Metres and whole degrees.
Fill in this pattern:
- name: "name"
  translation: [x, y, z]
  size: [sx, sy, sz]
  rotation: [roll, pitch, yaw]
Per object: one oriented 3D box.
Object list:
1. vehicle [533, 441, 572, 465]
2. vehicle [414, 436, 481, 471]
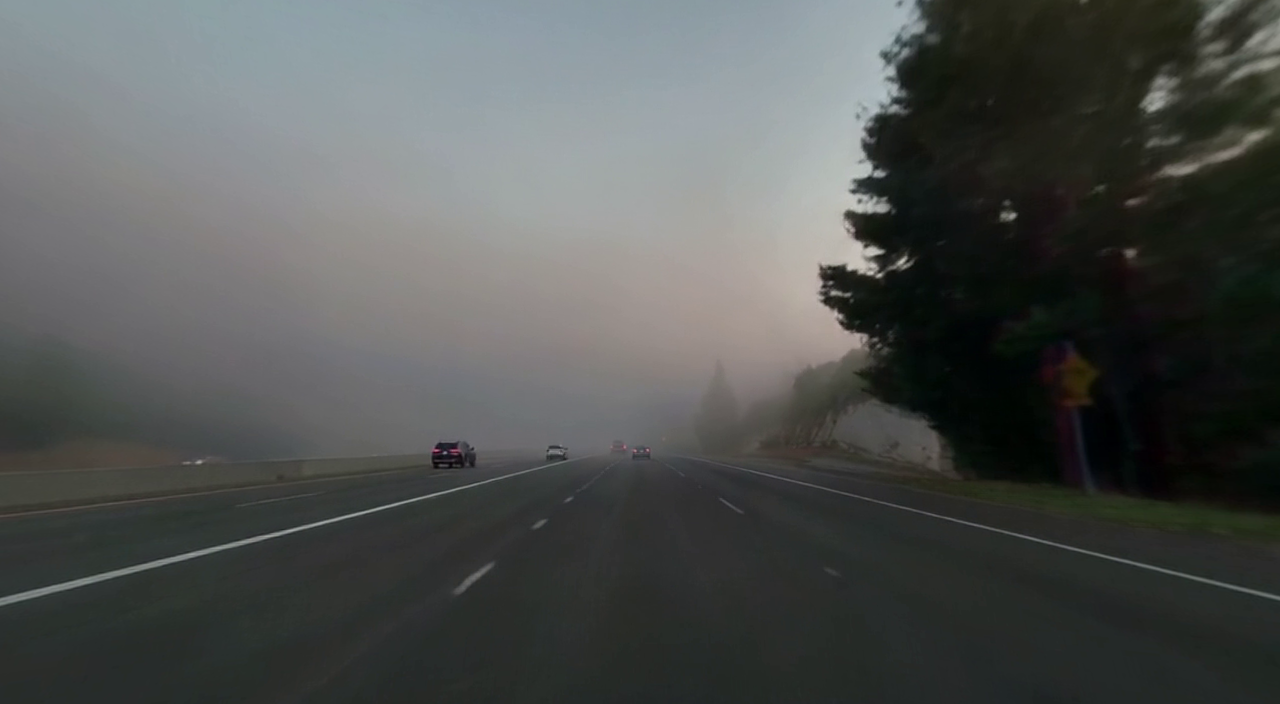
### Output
- name: "vehicle"
  translation: [-6.269, 7.303, 45.807]
  size: [2.080, 1.694, 4.279]
  rotation: [0, -9, 2]
- name: "vehicle"
  translation: [-10.628, 5.642, 35.332]
  size: [2.195, 1.795, 4.659]
  rotation: [0, -9, 1]
